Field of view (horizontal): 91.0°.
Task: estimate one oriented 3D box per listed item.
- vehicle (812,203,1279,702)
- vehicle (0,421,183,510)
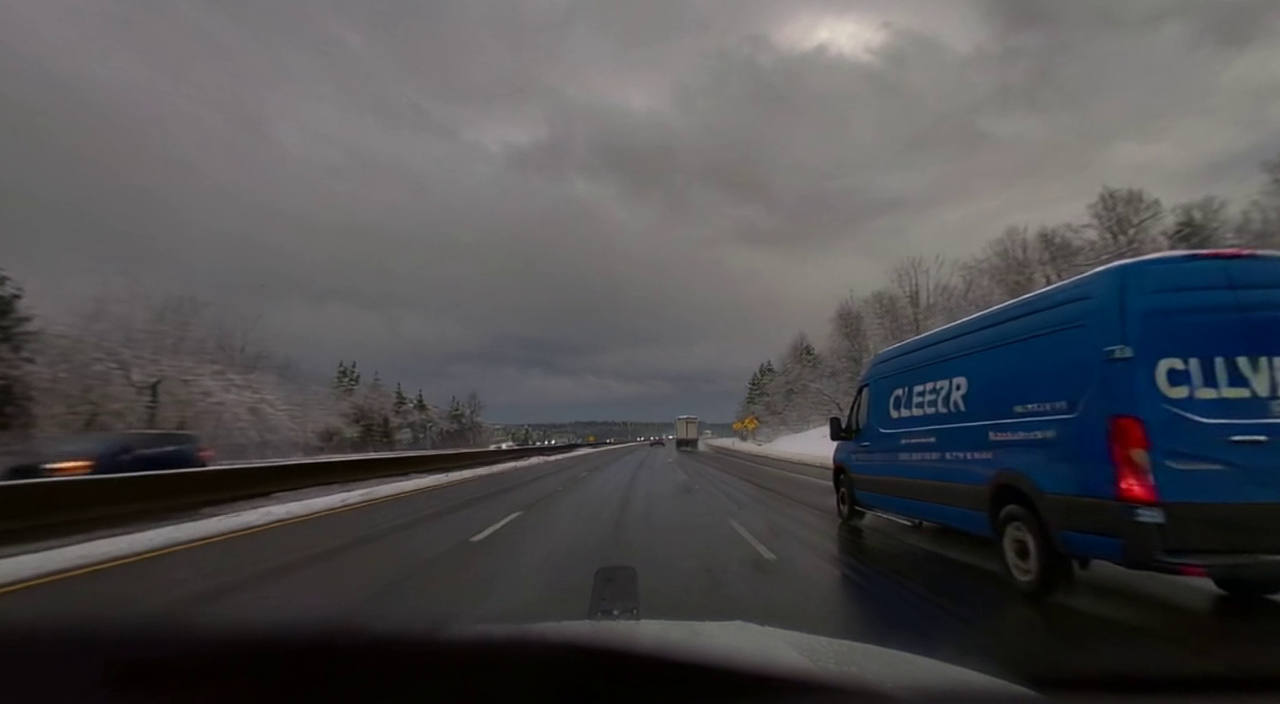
[{"bbox_3d":[3.770,0.838,6.040,2.485,2.562,5.535,0,-8,-2],"label":"vehicle"},{"bbox_3d":[-14.367,2.705,15.462,2.095,1.827,5.586,-1,-8,0],"label":"vehicle"}]
